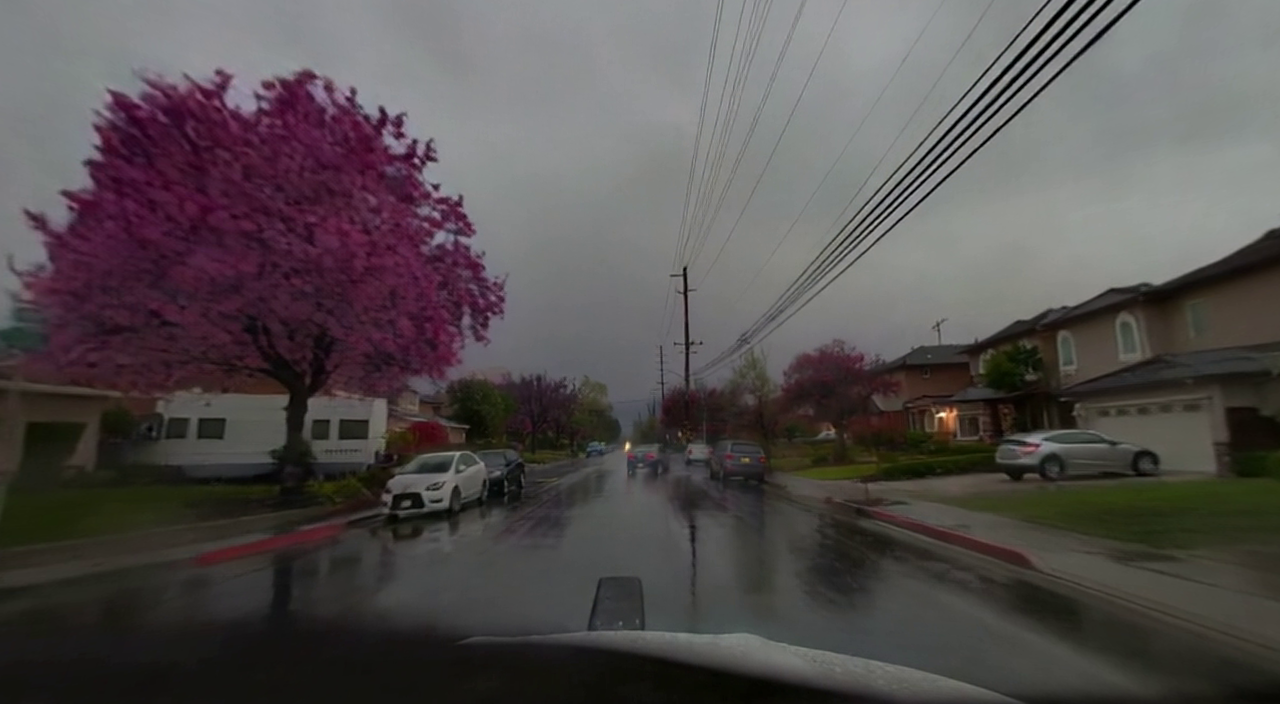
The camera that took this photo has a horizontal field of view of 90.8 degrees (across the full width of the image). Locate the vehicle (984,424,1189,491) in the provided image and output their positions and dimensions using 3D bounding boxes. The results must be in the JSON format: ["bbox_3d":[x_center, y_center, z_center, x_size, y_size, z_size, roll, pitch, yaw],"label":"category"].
[{"bbox_3d":[12.346,2.932,17.729,4.186,1.748,1.992,0,-8,1],"label":"vehicle"}]

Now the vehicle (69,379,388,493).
[{"bbox_3d":[-13.047,2.754,20.659,8.239,3.354,2.902,1,-9,1],"label":"vehicle"}]

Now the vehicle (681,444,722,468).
[{"bbox_3d":[3.961,6.787,41.545,2.006,1.489,4.753,0,-8,-2],"label":"vehicle"}]

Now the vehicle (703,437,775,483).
[{"bbox_3d":[3.832,4.267,25.264,2.103,1.679,4.386,0,-9,-1],"label":"vehicle"}]

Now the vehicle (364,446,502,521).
[{"bbox_3d":[-4.849,3.099,15.539,1.874,1.413,4.442,0,-7,0],"label":"vehicle"}]

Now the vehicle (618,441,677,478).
[{"bbox_3d":[0.432,4.574,27.246,2.075,1.449,4.526,-1,-9,7],"label":"vehicle"}]
